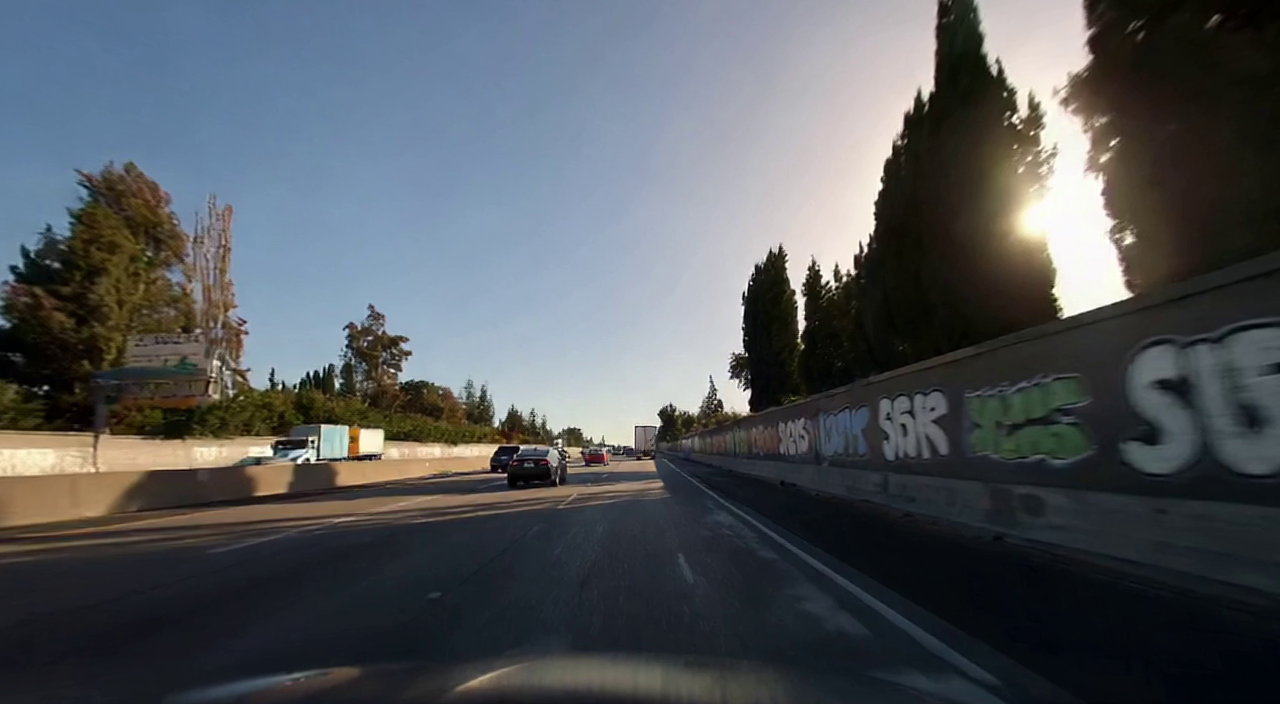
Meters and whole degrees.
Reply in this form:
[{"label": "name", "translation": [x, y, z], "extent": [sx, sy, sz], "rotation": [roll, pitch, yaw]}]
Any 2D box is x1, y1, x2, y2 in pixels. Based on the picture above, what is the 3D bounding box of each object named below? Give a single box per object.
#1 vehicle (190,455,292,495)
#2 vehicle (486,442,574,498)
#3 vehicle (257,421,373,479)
[{"label": "vehicle", "translation": [-14.567, 4.499, 23.211], "extent": [1.654, 1.325, 3.111], "rotation": [0, -9, 1]}, {"label": "vehicle", "translation": [-3.192, 3.520, 19.190], "extent": [1.803, 1.466, 4.509], "rotation": [0, -9, 1]}, {"label": "vehicle", "translation": [-22.303, 6.853, 44.036], "extent": [3.241, 3.624, 8.590], "rotation": [0, -9, 1]}]
